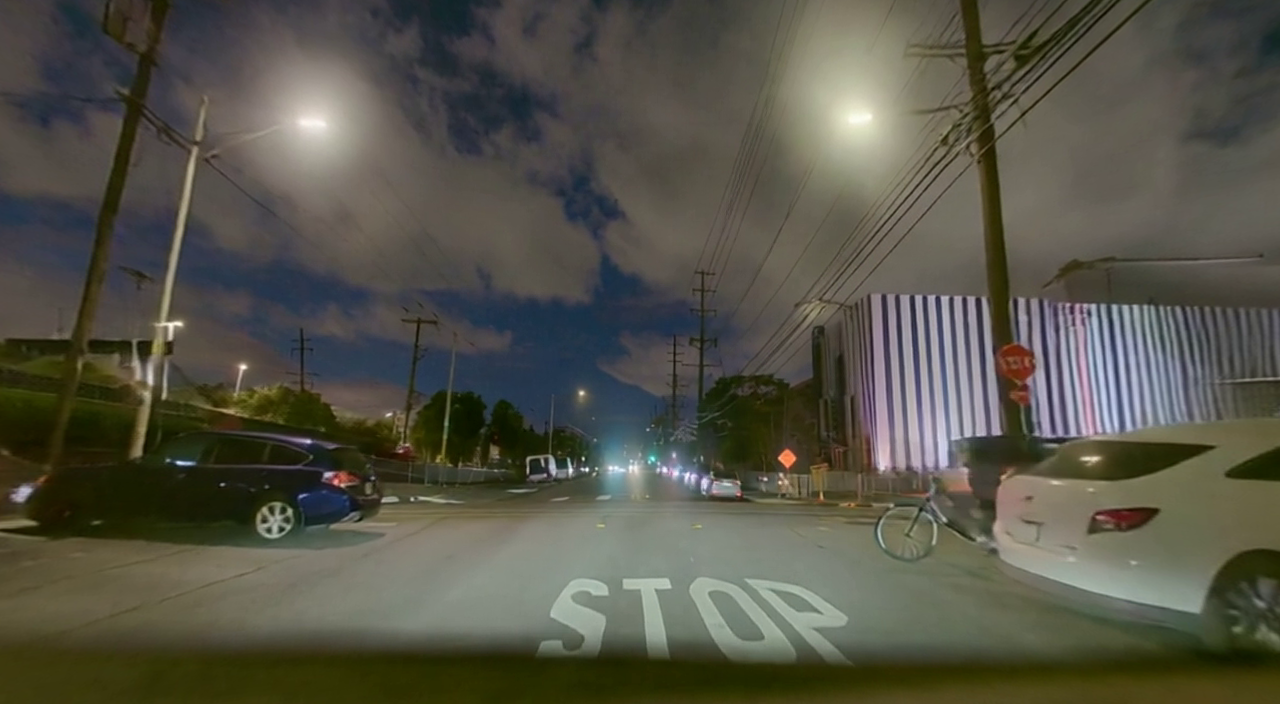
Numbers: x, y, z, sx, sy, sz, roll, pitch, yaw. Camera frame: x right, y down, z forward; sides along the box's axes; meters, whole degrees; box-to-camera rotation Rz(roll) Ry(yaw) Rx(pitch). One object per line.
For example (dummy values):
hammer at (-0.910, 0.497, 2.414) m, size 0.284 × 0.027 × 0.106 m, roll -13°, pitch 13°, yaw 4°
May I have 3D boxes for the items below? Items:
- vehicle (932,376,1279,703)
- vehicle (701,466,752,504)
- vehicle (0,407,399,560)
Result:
vehicle at (4.524, 1.216, 3.926) m, size 4.554 × 1.473 × 1.876 m, roll 5°, pitch -11°, yaw -3°
vehicle at (4.695, 7.277, 34.879) m, size 2.007 × 1.804 × 4.136 m, roll 0°, pitch -8°, yaw -2°
vehicle at (-6.457, 1.803, 9.108) m, size 5.025 × 1.648 × 2.055 m, roll 4°, pitch -8°, yaw -1°
